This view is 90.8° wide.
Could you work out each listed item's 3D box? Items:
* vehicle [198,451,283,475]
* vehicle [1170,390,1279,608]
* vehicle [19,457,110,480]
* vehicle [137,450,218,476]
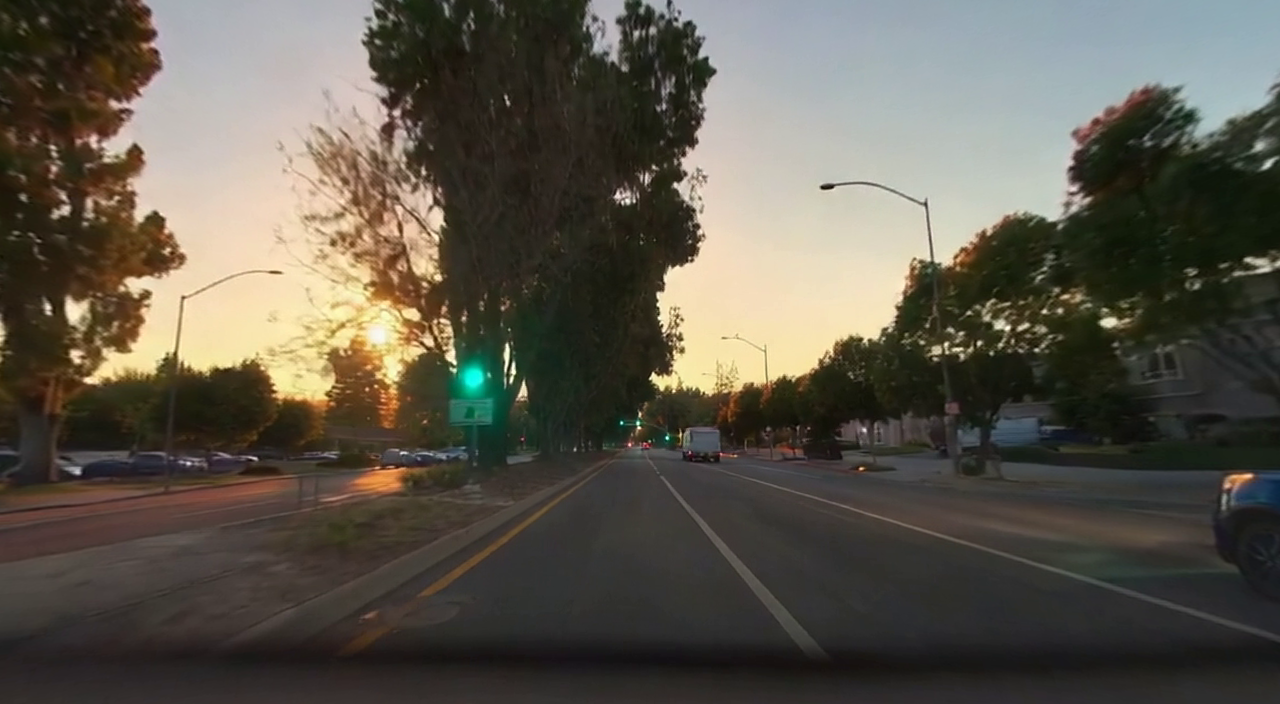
[{"bbox_3d":[-28.531,7.944,45.209,4.657,1.636,2.059,0,-8,0],"label":"vehicle"},{"bbox_3d":[6.217,0.992,3.776,2.012,1.754,4.635,0,-8,0],"label":"vehicle"},{"bbox_3d":[-40.884,8.250,44.972,4.364,1.506,1.833,1,-8,-8],"label":"vehicle"},{"bbox_3d":[-34.385,8.216,47.097,4.594,1.801,2.489,5,-10,-35],"label":"vehicle"}]
